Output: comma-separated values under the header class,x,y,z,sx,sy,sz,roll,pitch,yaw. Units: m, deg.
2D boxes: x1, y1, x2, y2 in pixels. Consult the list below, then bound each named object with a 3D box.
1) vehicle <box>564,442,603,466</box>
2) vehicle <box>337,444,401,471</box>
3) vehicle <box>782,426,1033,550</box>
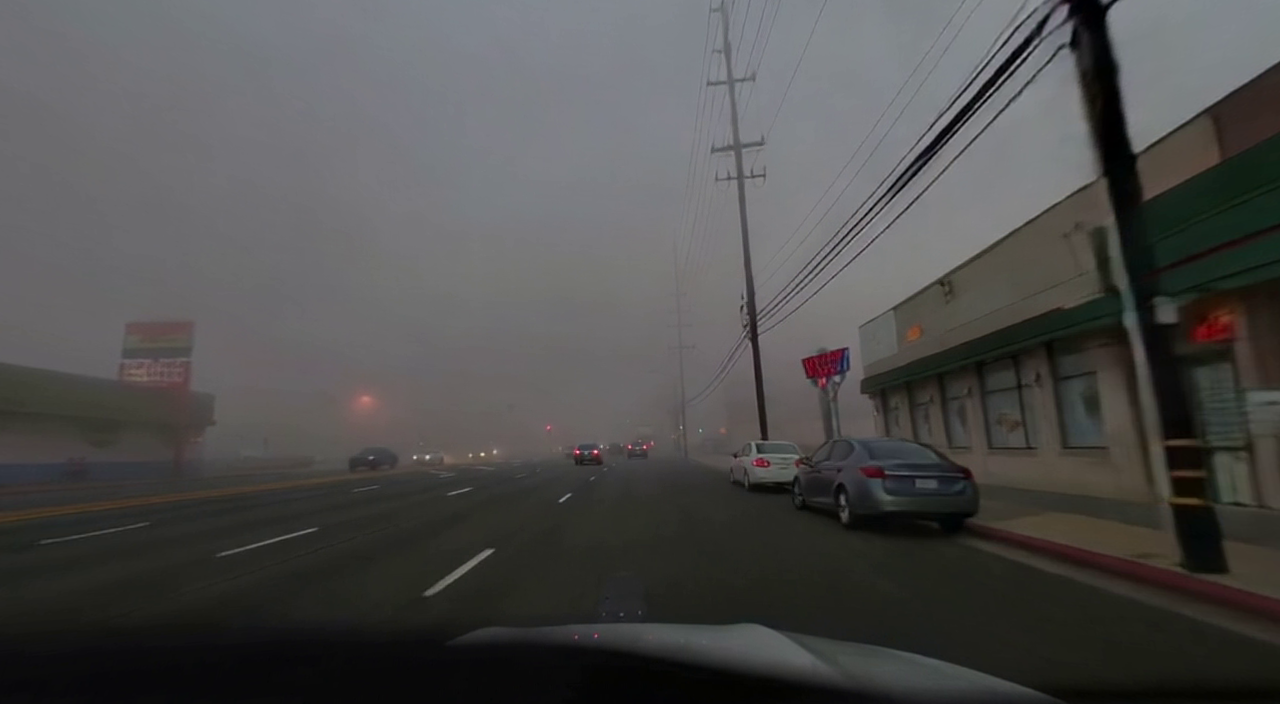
class,x,y,z,sx,sy,sz,roll,pitch,yaw
vehicle,-3.755,6.902,42.906,2.179,1.490,4.742,0,-9,0
vehicle,-17.852,6.962,41.886,2.102,1.679,4.690,0,-9,1
vehicle,3.843,2.043,10.254,1.922,1.507,4.824,0,-9,-1
